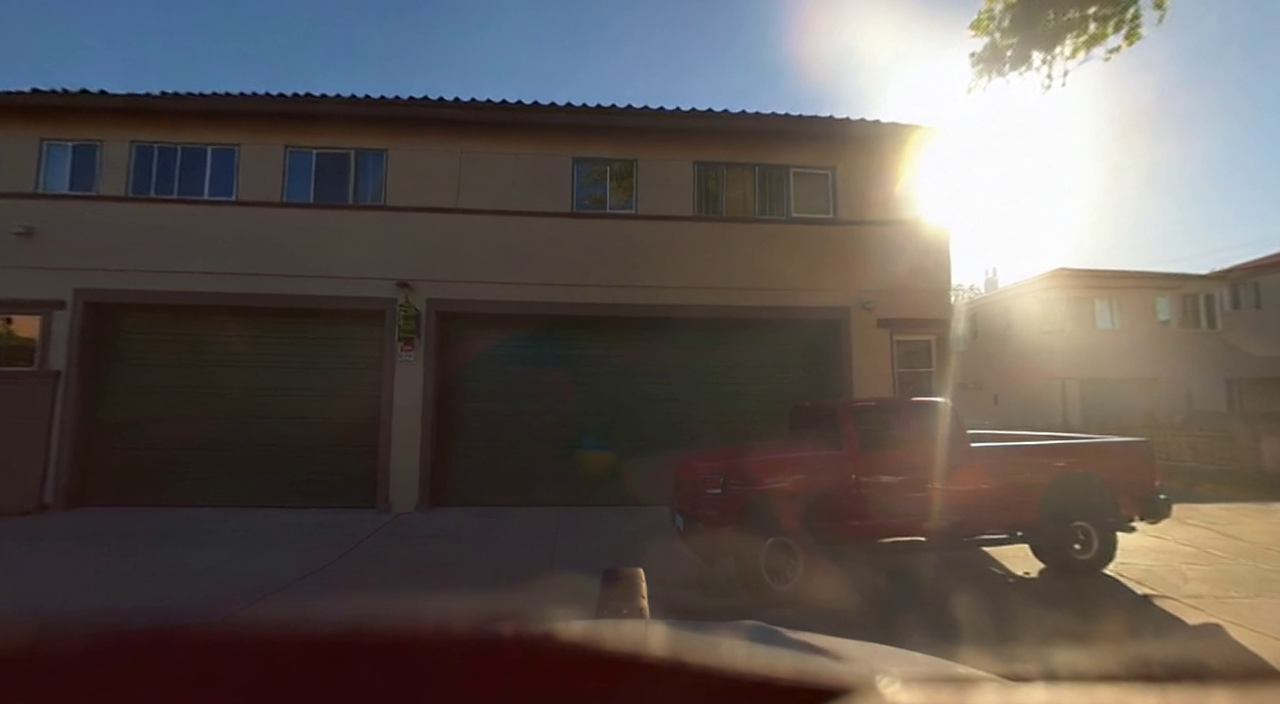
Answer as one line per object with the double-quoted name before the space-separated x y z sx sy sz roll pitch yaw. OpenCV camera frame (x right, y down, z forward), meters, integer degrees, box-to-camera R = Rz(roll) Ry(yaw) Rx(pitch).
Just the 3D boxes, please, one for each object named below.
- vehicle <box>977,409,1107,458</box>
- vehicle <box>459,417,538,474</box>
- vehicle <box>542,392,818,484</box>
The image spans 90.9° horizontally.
"vehicle" 15.532 3.196 24.529 3.770 1.496 1.951 5 -10 2
"vehicle" -4.879 3.219 22.276 1.869 1.460 3.826 -4 -3 0
"vehicle" 0.812 1.911 13.964 5.600 1.835 2.161 0 -8 1
